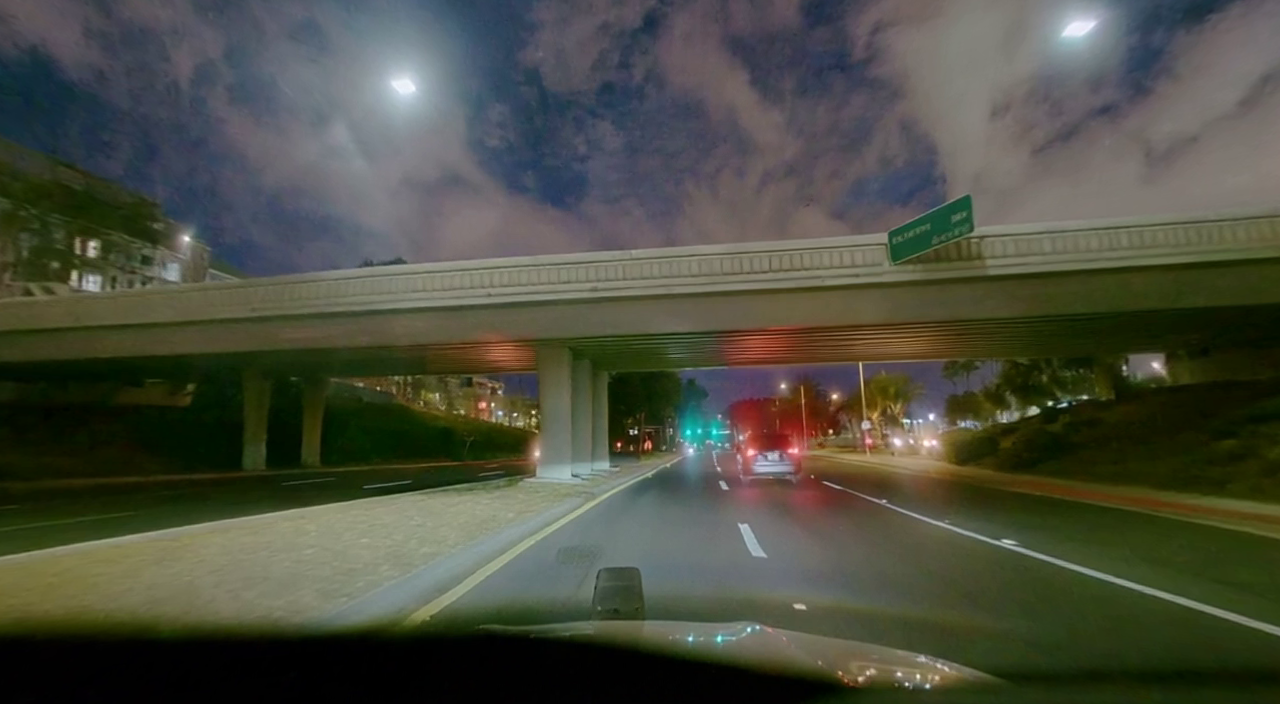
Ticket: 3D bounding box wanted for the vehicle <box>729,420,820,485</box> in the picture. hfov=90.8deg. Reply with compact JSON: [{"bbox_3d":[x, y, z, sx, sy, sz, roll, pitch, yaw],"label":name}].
[{"bbox_3d":[4.628,3.597,22.762,2.559,2.017,5.562,-1,-9,5],"label":"vehicle"}]
